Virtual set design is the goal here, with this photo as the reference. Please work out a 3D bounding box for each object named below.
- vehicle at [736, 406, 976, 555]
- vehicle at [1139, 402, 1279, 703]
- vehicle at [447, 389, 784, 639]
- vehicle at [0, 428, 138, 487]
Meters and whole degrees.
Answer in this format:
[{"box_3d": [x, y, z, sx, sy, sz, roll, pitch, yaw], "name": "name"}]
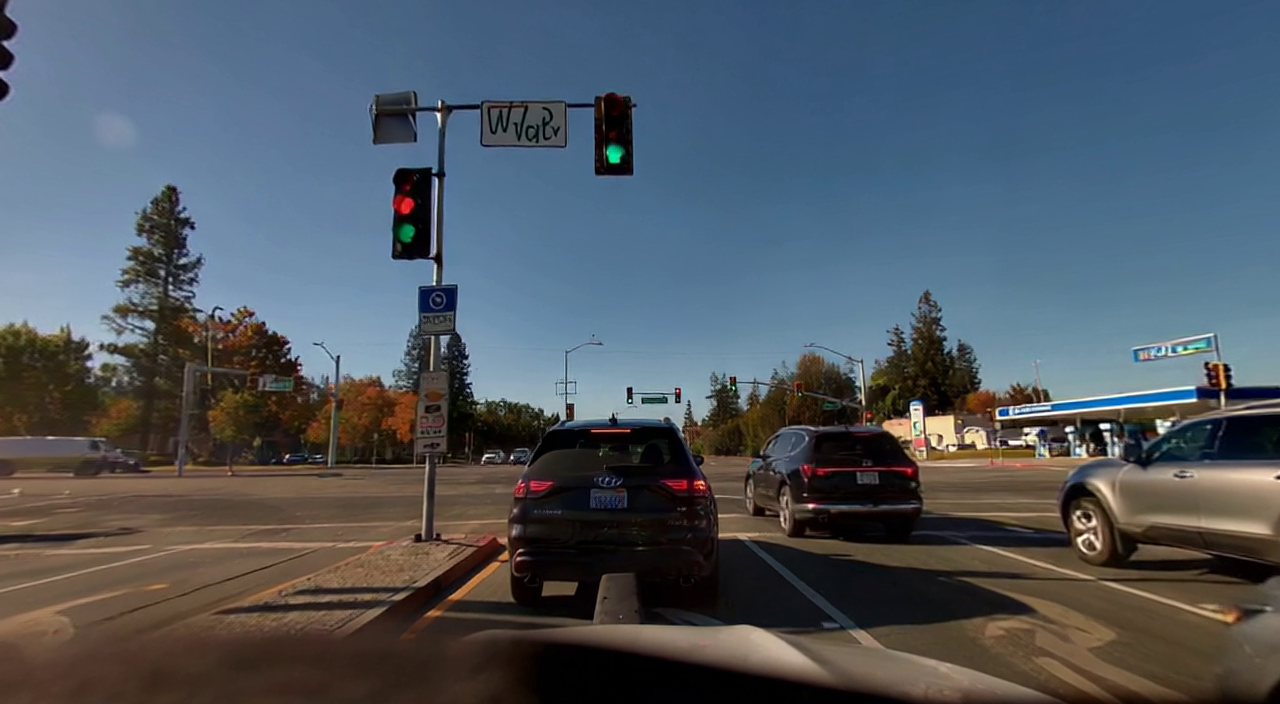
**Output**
[{"box_3d": [2.971, 1.890, 9.943, 2.060, 1.783, 4.411, 0, -9, -2], "name": "vehicle"}, {"box_3d": [3.048, 0.627, 0.256, 1.965, 1.460, 4.581, 0, -9, 1], "name": "vehicle"}, {"box_3d": [-0.190, 1.479, 6.813, 2.351, 1.733, 4.616, 0, -9, 0], "name": "vehicle"}, {"box_3d": [-28.960, 5.147, 30.955, 6.772, 2.769, 2.305, -1, -9, 3], "name": "vehicle"}]
